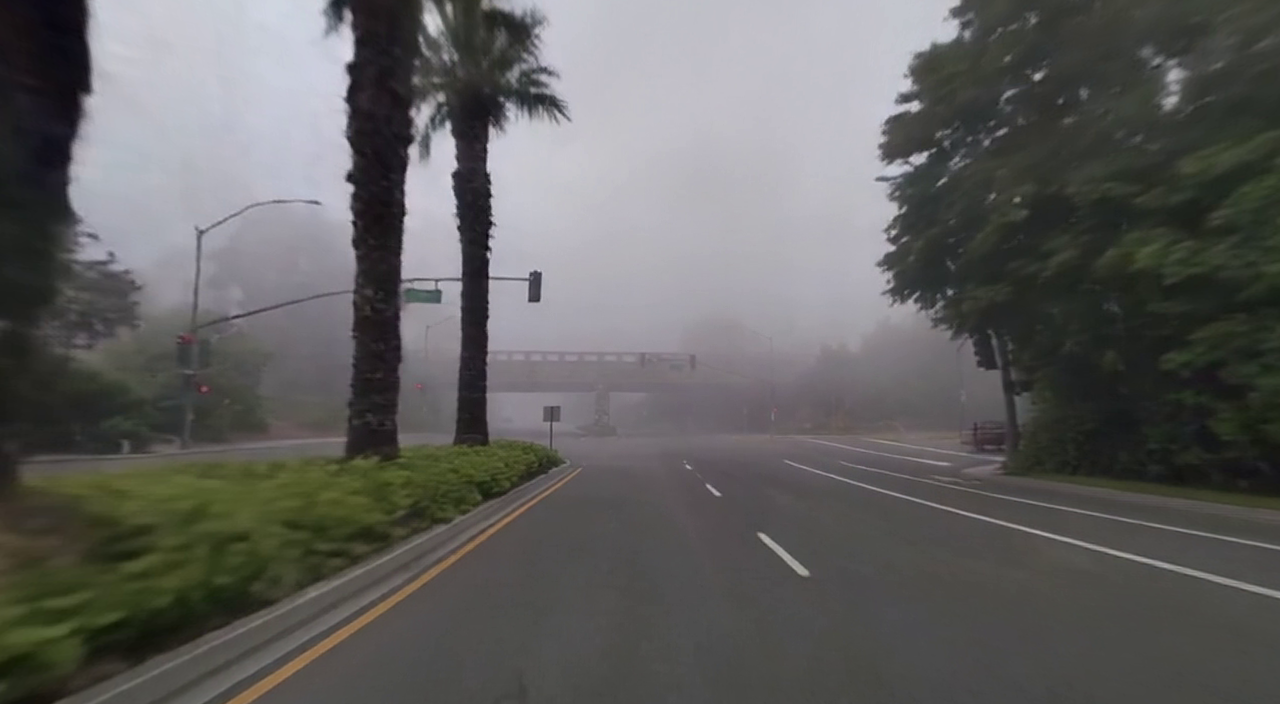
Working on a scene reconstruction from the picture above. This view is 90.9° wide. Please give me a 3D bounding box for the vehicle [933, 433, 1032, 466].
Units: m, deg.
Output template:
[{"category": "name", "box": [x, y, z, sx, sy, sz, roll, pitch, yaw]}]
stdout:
[{"category": "vehicle", "box": [15.978, 4.526, 29.362, 4.556, 1.436, 1.982, 5, -10, -32]}]
